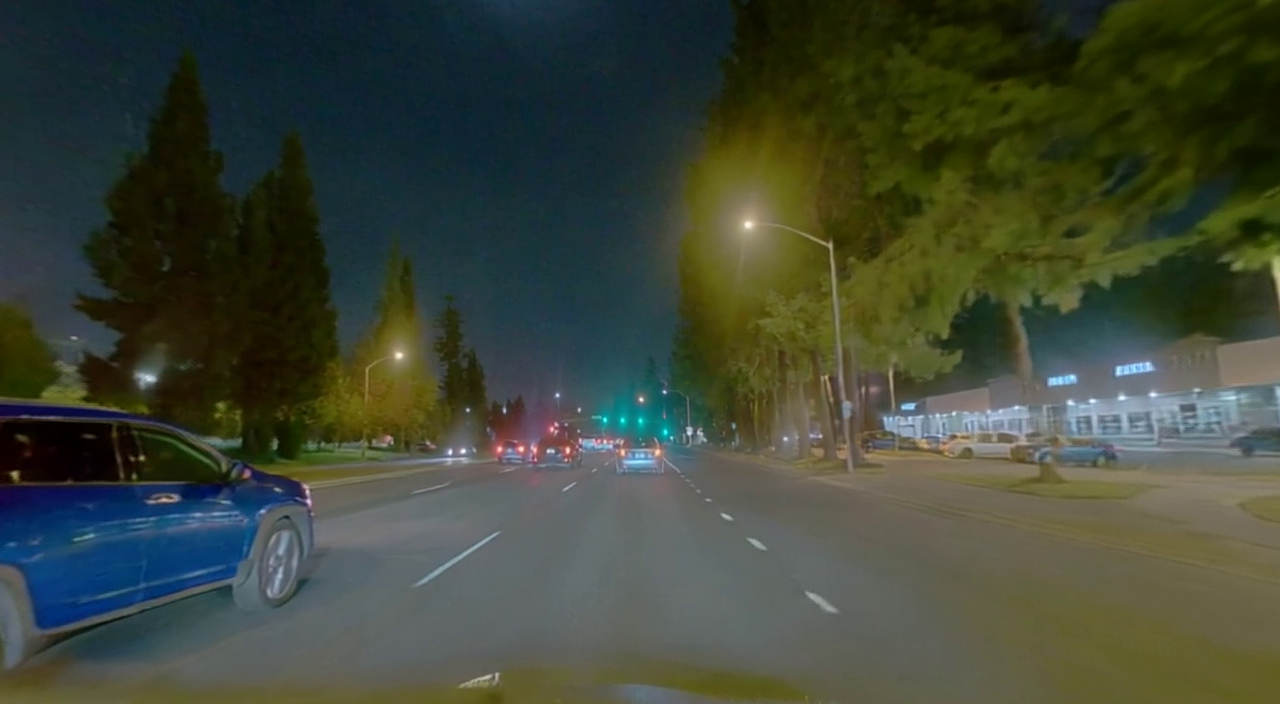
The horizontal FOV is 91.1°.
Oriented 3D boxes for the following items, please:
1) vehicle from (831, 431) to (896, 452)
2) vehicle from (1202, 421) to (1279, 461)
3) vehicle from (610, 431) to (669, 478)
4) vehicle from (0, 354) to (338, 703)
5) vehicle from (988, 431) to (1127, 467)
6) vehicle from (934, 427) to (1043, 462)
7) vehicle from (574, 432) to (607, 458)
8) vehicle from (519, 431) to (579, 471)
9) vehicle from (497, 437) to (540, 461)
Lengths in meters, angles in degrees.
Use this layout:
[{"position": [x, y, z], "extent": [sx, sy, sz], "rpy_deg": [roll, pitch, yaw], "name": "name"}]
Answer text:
[{"position": [17.593, 7.075, 49.532], "extent": [4.329, 1.656, 1.873], "rpy_deg": [0, -8, 1], "name": "vehicle"}, {"position": [28.835, 4.062, 28.638], "extent": [4.367, 1.763, 2.015], "rpy_deg": [0, -8, 1], "name": "vehicle"}, {"position": [-0.018, 3.895, 24.046], "extent": [2.042, 1.641, 4.187], "rpy_deg": [0, -8, 0], "name": "vehicle"}, {"position": [-3.766, 0.955, 3.490], "extent": [2.070, 1.641, 4.152], "rpy_deg": [0, -8, 0], "name": "vehicle"}, {"position": [17.580, 4.097, 26.590], "extent": [4.460, 1.449, 1.959], "rpy_deg": [0, -8, -2], "name": "vehicle"}, {"position": [17.342, 4.629, 31.371], "extent": [4.290, 1.664, 1.893], "rpy_deg": [1, -8, -3], "name": "vehicle"}, {"position": [-3.669, 6.986, 47.144], "extent": [2.047, 1.810, 4.414], "rpy_deg": [0, -8, 0], "name": "vehicle"}, {"position": [-4.168, 4.603, 29.424], "extent": [2.113, 1.713, 4.422], "rpy_deg": [0, -8, 1], "name": "vehicle"}, {"position": [-8.013, 6.432, 41.653], "extent": [1.926, 1.463, 4.450], "rpy_deg": [0, -8, 1], "name": "vehicle"}]
